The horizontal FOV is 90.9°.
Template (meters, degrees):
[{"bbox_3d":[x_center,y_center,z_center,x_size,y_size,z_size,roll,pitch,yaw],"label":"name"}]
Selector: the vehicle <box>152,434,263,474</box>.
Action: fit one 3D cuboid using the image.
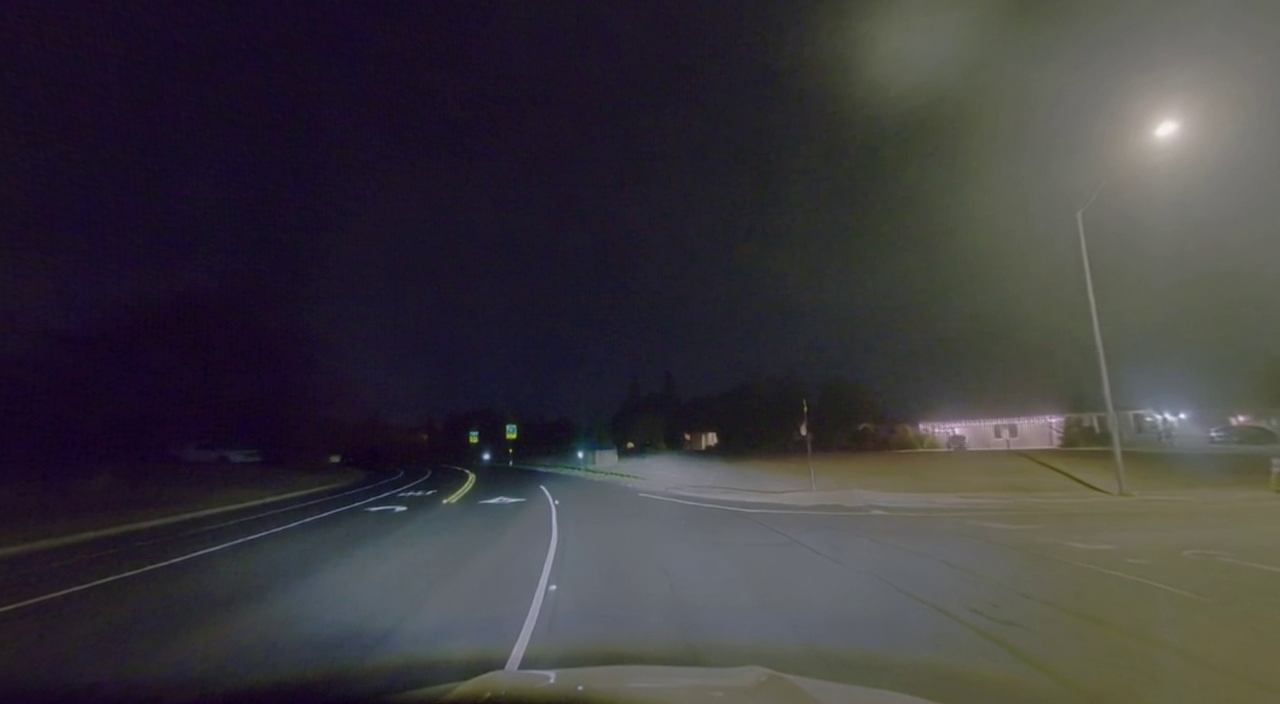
[{"bbox_3d":[-23.147,5.443,33.805,4.699,1.996,2.116,-2,-9,11],"label":"vehicle"}]
